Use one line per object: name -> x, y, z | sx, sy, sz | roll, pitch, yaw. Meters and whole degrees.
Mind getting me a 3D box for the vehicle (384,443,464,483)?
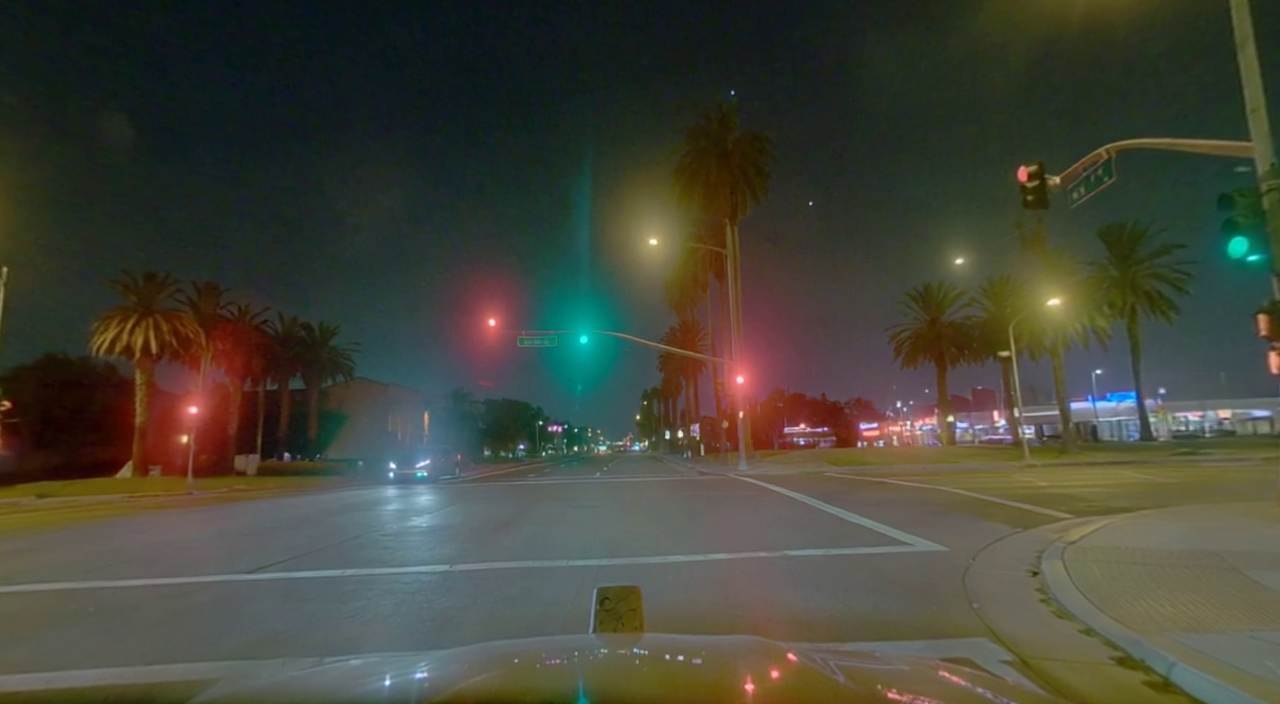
vehicle -> -10.748, 5.533, 31.774 | 2.270, 1.833, 4.860 | 0, -9, 1
